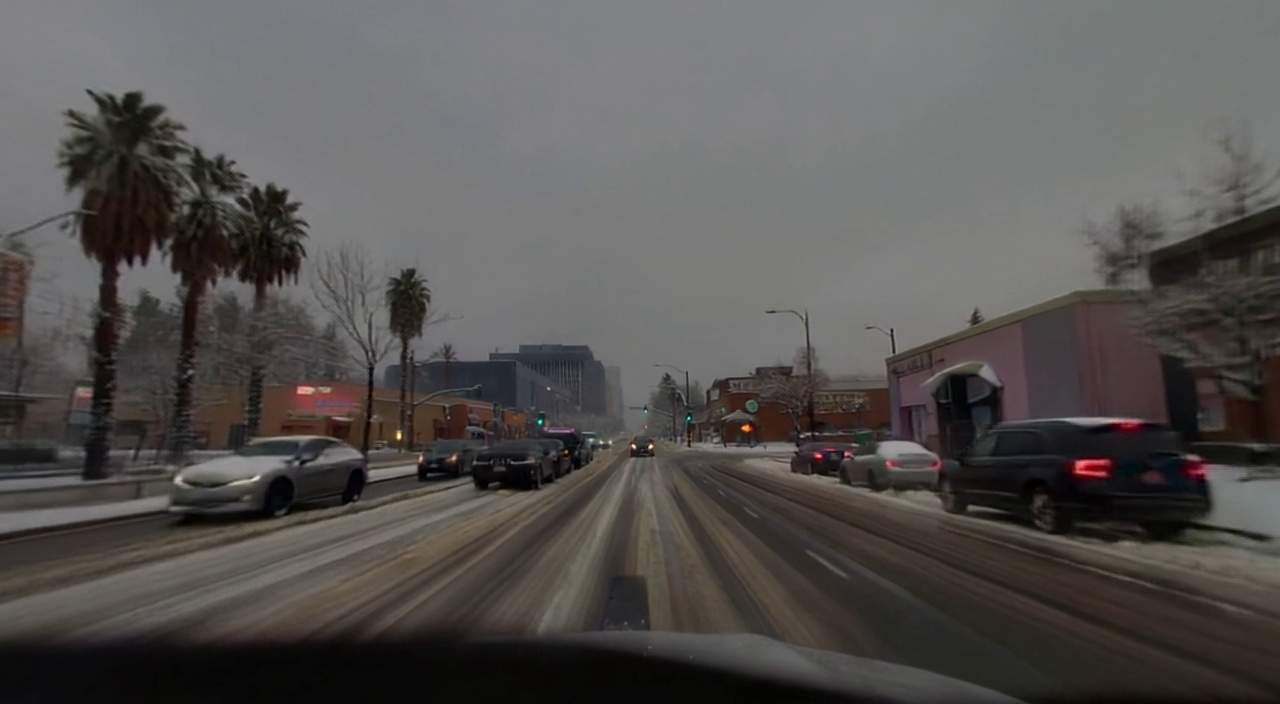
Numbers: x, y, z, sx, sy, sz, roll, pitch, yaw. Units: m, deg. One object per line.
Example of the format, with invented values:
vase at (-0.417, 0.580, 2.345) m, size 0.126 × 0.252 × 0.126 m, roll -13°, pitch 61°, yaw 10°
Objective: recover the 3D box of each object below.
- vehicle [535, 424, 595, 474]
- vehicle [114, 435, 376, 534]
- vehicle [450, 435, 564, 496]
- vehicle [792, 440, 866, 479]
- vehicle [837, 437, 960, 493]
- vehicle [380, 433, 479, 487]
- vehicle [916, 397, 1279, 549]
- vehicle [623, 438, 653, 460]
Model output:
vehicle at (-3.258, 4.343, 28.271) m, size 2.158 × 2.040 × 4.511 m, roll 0°, pitch -9°, yaw 0°
vehicle at (-7.002, 2.360, 11.906) m, size 2.071 × 1.501 × 4.339 m, roll 0°, pitch -9°, yaw 1°
vehicle at (-3.500, 3.103, 17.582) m, size 2.044 × 1.462 × 4.624 m, roll 0°, pitch -9°, yaw 2°
vehicle at (7.801, 4.470, 26.441) m, size 1.888 × 1.496 × 4.294 m, roll 0°, pitch -9°, yaw 2°
vehicle at (7.844, 3.455, 19.631) m, size 1.985 × 1.549 × 4.404 m, roll 0°, pitch -9°, yaw 1°
vehicle at (-6.606, 3.435, 20.301) m, size 1.668 × 1.525 × 4.168 m, roll 0°, pitch -9°, yaw 1°
vehicle at (7.329, 1.991, 11.093) m, size 2.256 × 1.936 × 5.838 m, roll 0°, pitch -9°, yaw 0°
vehicle at (-0.081, 7.042, 45.874) m, size 2.092 × 1.497 × 4.446 m, roll 0°, pitch -9°, yaw 1°
